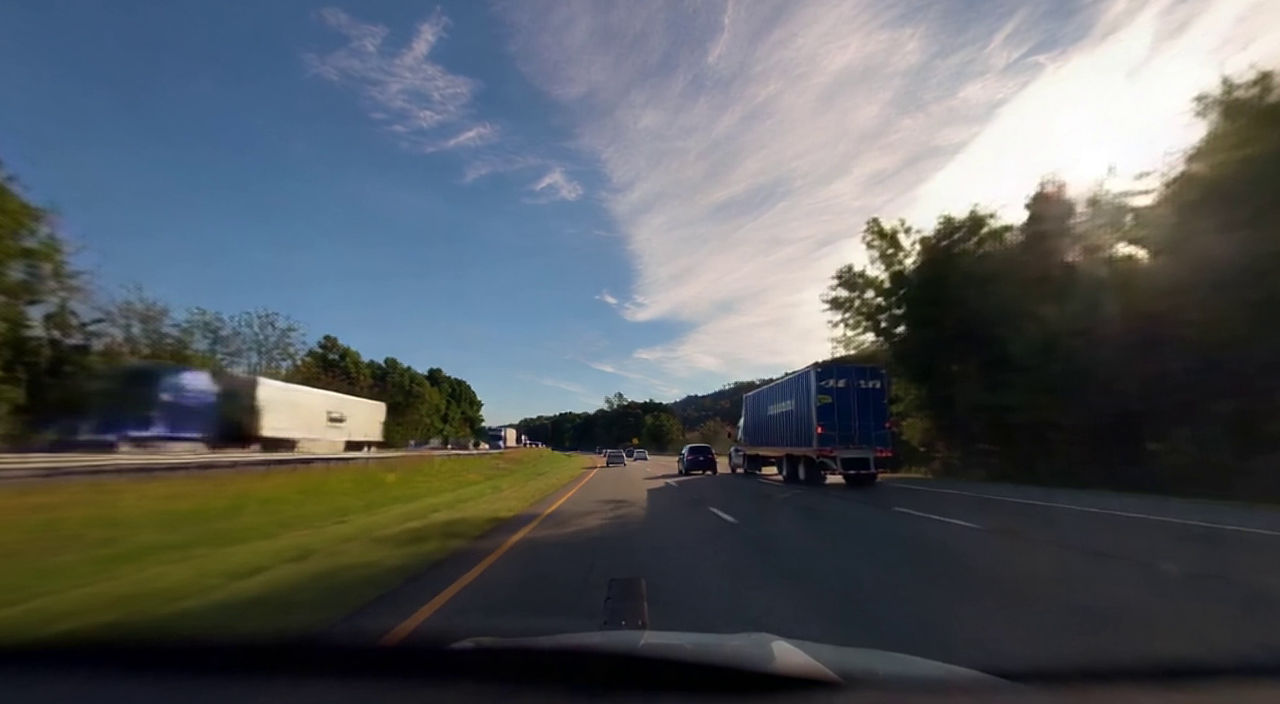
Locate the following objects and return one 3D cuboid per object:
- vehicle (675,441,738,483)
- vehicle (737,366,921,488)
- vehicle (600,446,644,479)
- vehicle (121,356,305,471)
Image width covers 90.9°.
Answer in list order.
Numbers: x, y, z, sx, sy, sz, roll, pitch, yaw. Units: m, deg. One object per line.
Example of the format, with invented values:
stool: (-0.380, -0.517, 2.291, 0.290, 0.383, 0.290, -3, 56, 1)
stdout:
vehicle: (2.720, 4.638, 26.687, 2.013, 1.623, 3.916, 0, -9, -3)
vehicle: (7.259, 3.535, 27.744, 2.965, 3.990, 14.227, 1, -9, -3)
vehicle: (-0.913, 5.507, 31.651, 2.050, 1.534, 3.771, 0, -9, -2)
vehicle: (-16.352, 2.565, 24.833, 2.932, 3.994, 6.031, 0, -9, -1)
